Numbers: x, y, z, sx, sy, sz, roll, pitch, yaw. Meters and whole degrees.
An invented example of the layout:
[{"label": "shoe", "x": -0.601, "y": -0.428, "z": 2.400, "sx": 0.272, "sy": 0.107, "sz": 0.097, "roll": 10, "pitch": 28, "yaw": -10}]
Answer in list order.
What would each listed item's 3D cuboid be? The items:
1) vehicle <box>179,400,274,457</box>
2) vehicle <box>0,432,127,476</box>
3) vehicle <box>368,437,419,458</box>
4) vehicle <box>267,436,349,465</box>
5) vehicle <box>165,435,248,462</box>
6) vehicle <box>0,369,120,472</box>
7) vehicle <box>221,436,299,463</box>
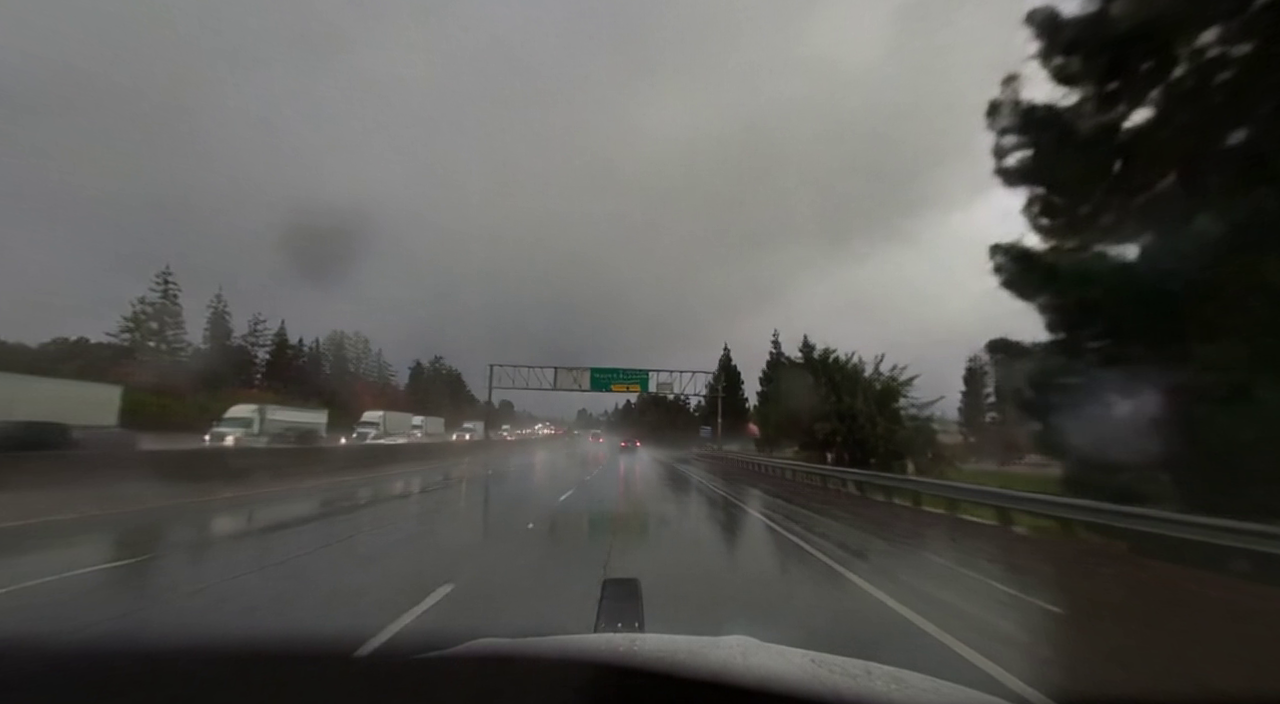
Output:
[{"label": "vehicle", "x": -30.224, "y": 5.659, "z": 46.405, "sx": 2.983, "sy": 3.944, "sz": 5.866, "roll": 0, "pitch": -8, "yaw": -2}, {"label": "vehicle", "x": -21.449, "y": 3.664, "z": 23.021, "sx": 1.841, "sy": 1.459, "sz": 4.372, "roll": 0, "pitch": -8, "yaw": -2}, {"label": "vehicle", "x": -18.534, "y": 7.171, "z": 47.604, "sx": 2.088, "sy": 1.442, "sz": 4.286, "roll": 0, "pitch": -8, "yaw": -1}, {"label": "vehicle", "x": -17.895, "y": 5.320, "z": 34.275, "sx": 2.083, "sy": 1.461, "sz": 4.419, "roll": 0, "pitch": -8, "yaw": -1}, {"label": "vehicle", "x": -25.433, "y": 5.665, "z": 37.190, "sx": 1.816, "sy": 1.460, "sz": 4.384, "roll": 0, "pitch": -8, "yaw": -1}, {"label": "vehicle", "x": -25.348, "y": 2.485, "z": 22.962, "sx": 2.922, "sy": 3.800, "sz": 11.932, "roll": 0, "pitch": -8, "yaw": -2}, {"label": "vehicle", "x": -21.913, "y": 5.624, "z": 36.615, "sx": 1.911, "sy": 1.446, "sz": 4.389, "roll": 0, "pitch": -8, "yaw": -2}]
